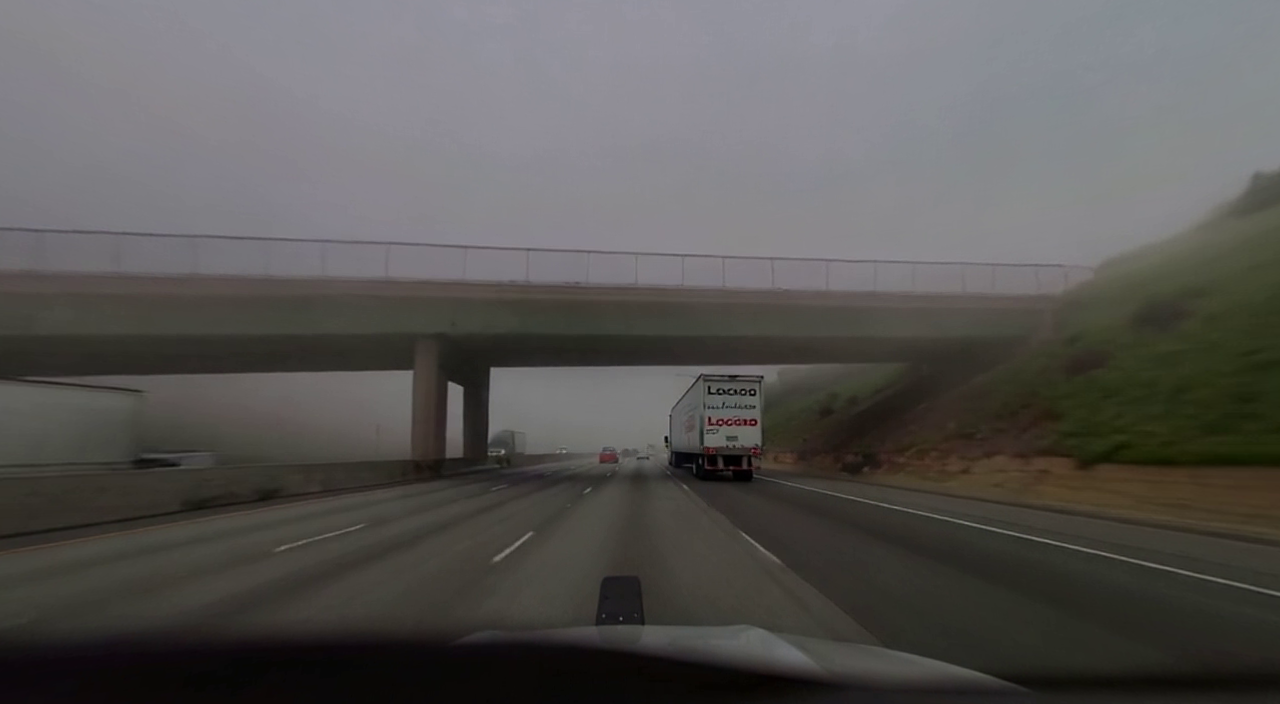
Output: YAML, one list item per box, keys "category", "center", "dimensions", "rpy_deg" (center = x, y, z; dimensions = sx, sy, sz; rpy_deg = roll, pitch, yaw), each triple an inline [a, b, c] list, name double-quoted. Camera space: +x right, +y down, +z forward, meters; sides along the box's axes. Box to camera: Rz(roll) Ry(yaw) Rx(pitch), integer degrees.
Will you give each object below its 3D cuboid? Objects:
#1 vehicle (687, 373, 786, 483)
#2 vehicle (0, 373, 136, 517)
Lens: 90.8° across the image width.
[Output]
- category: "vehicle"
  center: [3.816, 3.425, 27.279]
  dimensions: [2.885, 3.992, 8.526]
  rpy_deg: [0, -9, 0]
- category: "vehicle"
  center: [-19.608, 2.276, 15.514]
  dimensions: [3.071, 4.011, 13.632]
  rpy_deg: [0, -9, 0]
